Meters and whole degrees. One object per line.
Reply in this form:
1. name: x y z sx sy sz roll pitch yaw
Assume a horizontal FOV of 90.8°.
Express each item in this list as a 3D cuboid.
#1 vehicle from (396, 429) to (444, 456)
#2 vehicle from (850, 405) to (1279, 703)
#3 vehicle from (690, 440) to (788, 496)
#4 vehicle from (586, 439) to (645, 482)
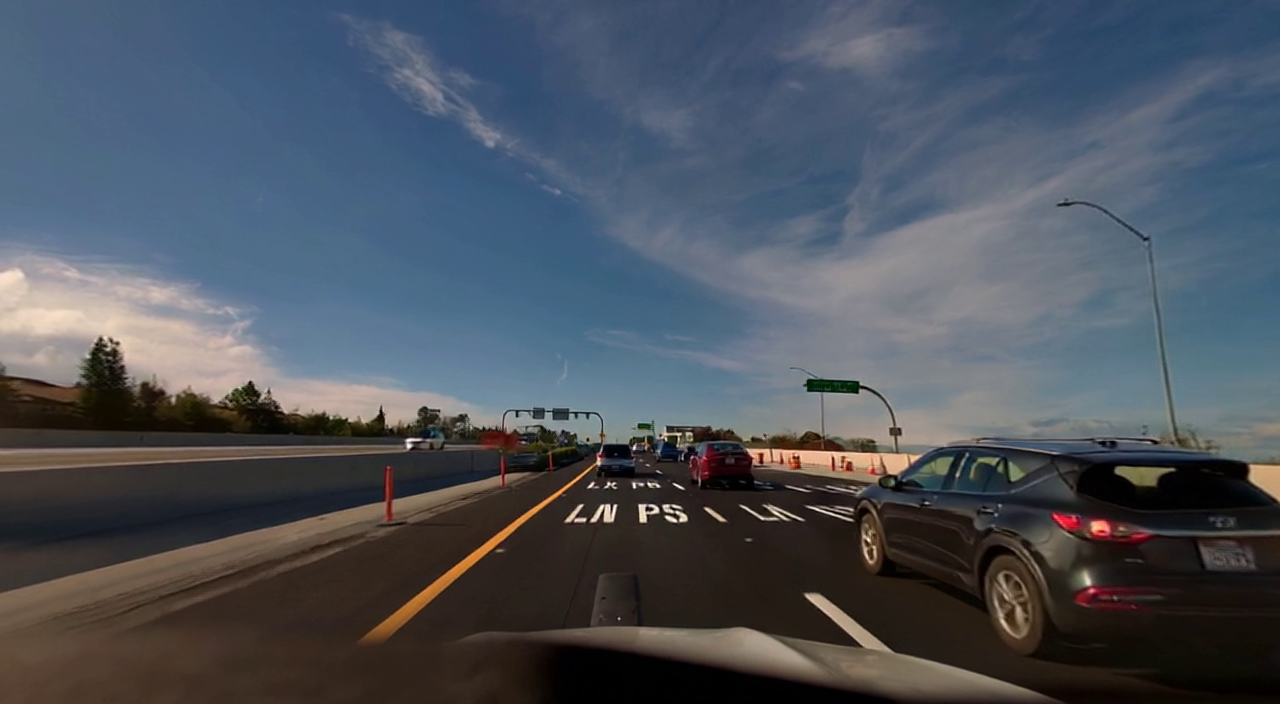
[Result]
1. vehicle: -16.854 6.969 48.606 2.113 1.925 4.606 0 -8 -1
2. vehicle: 3.169 1.219 4.213 1.996 1.455 4.281 0 -8 -1
3. vehicle: 2.786 3.381 18.853 2.042 1.460 4.451 0 -8 -2
4. vehicle: -0.873 4.103 24.126 2.069 1.470 4.004 0 -8 -1
